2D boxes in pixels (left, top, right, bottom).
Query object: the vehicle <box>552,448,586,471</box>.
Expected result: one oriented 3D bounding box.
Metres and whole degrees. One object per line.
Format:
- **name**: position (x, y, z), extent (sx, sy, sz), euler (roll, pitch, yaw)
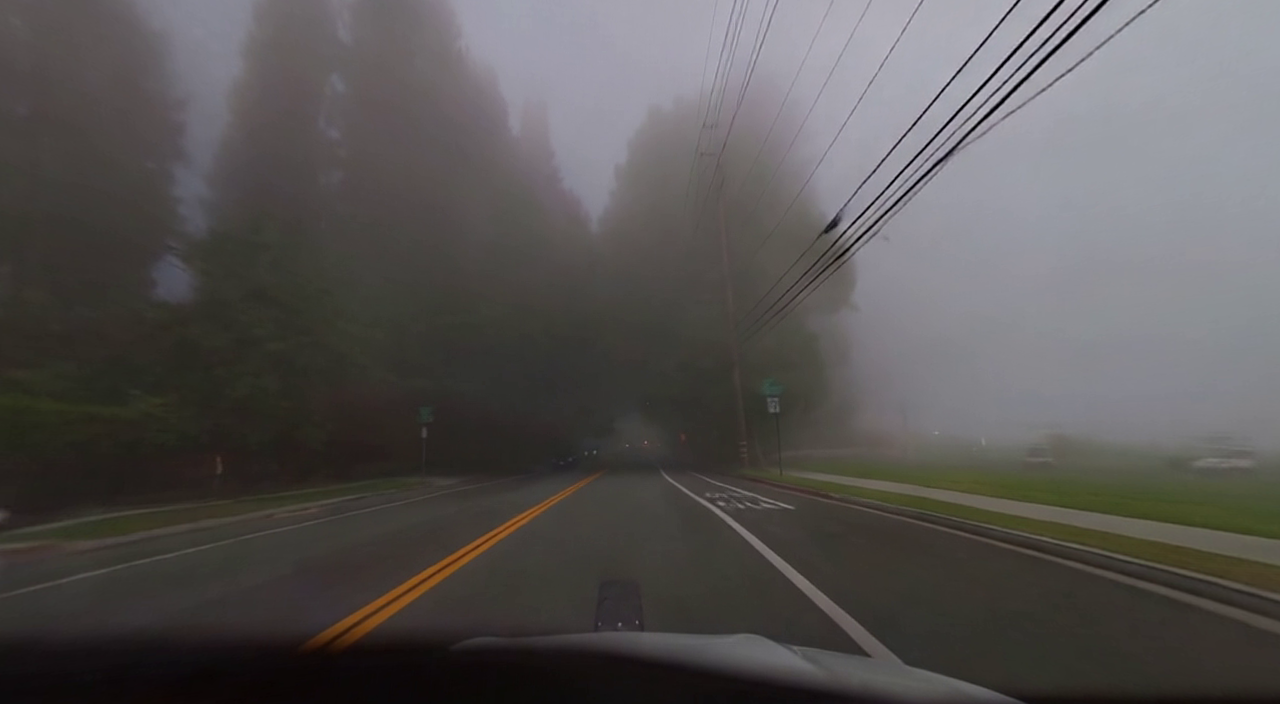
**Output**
- **vehicle**: position (-4.942, 7.521, 44.448), extent (1.966, 1.468, 4.207), euler (0, -8, 0)
